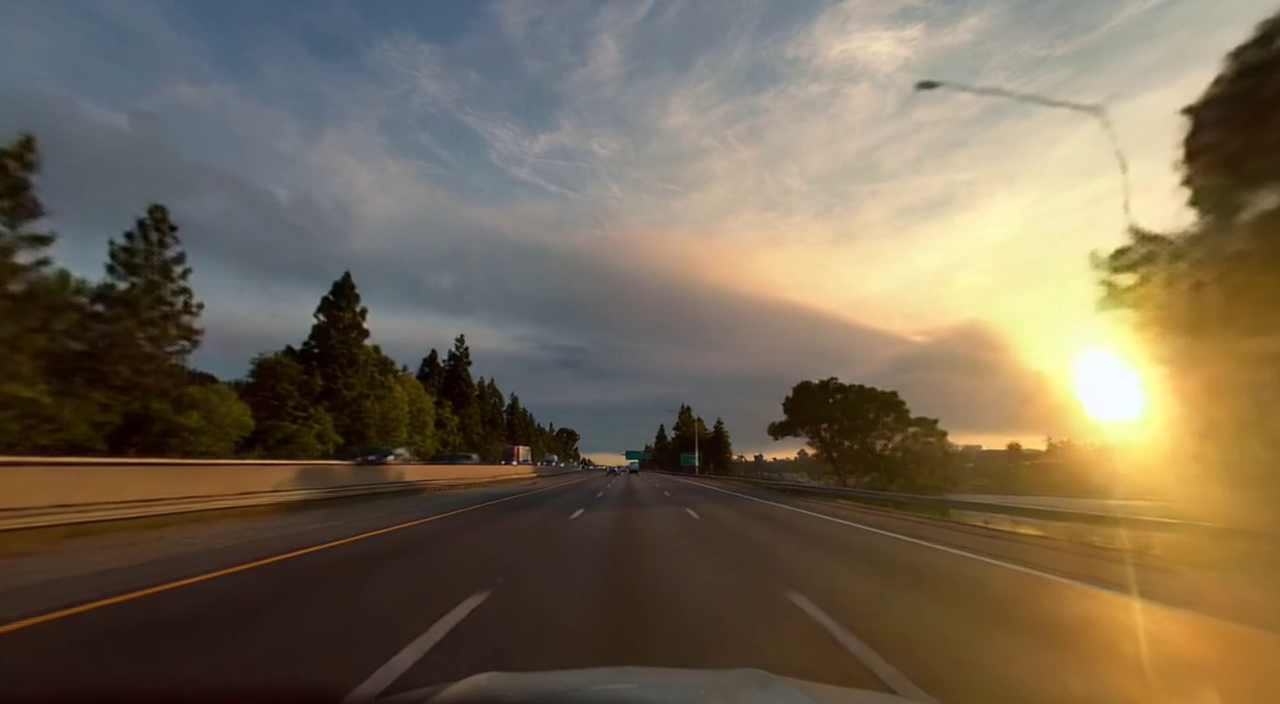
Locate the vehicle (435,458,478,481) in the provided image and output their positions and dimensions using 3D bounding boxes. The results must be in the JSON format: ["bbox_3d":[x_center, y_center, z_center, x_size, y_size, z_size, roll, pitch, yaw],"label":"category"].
[{"bbox_3d":[-12.225,7.835,42.097,1.753,1.410,3.655,1,-10,0],"label":"vehicle"}]

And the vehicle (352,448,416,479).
[{"bbox_3d":[-16.186,7.138,40.148,2.012,1.791,4.992,1,-10,0],"label":"vehicle"}]
